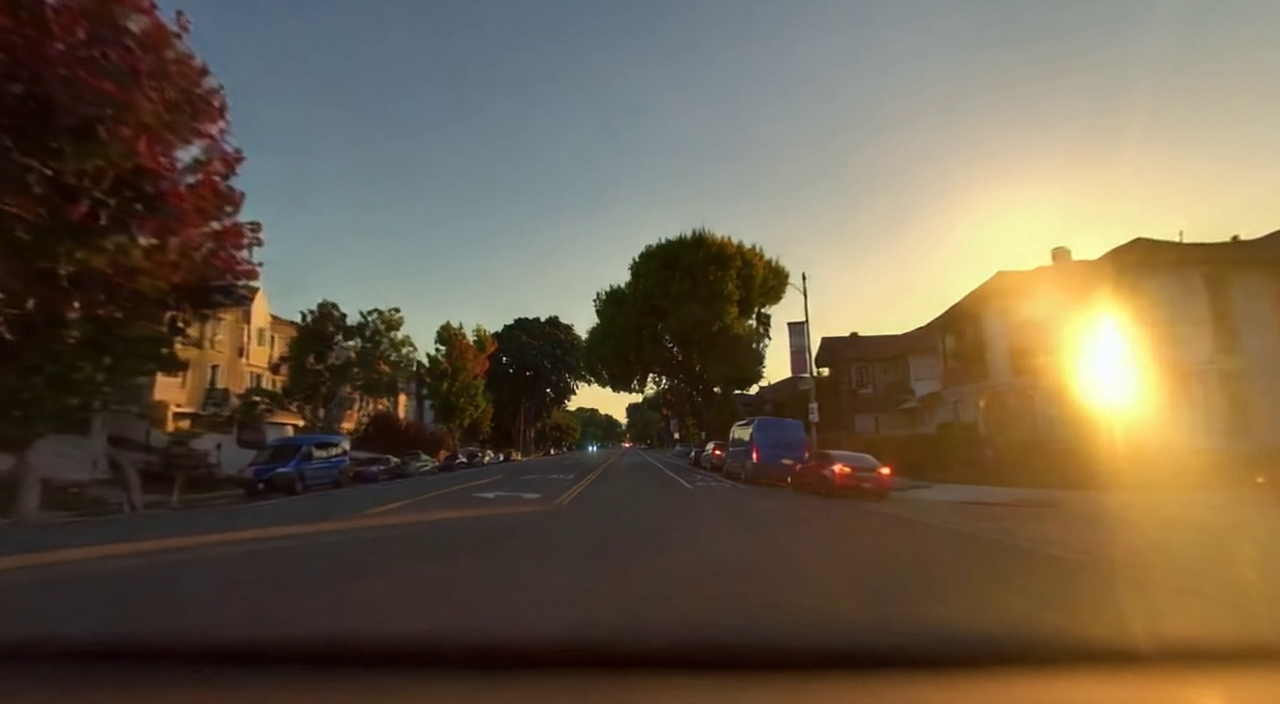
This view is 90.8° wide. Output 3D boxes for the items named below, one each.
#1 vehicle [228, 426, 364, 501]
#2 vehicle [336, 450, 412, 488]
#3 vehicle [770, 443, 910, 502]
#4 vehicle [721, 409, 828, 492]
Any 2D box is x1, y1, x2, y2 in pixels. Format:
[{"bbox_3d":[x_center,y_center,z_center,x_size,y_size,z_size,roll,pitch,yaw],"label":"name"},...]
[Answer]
[{"bbox_3d":[-12.727,4.094,23.917,2.164,2.386,5.460,-2,-7,-1],"label":"vehicle"},{"bbox_3d":[-12.552,5.490,30.099,1.892,1.472,4.523,-2,-7,-3],"label":"vehicle"},{"bbox_3d":[5.489,3.343,18.049,1.848,1.468,4.332,2,-9,-12],"label":"vehicle"},{"bbox_3d":[4.761,3.635,23.543,2.414,2.670,5.833,1,-8,-3],"label":"vehicle"}]
